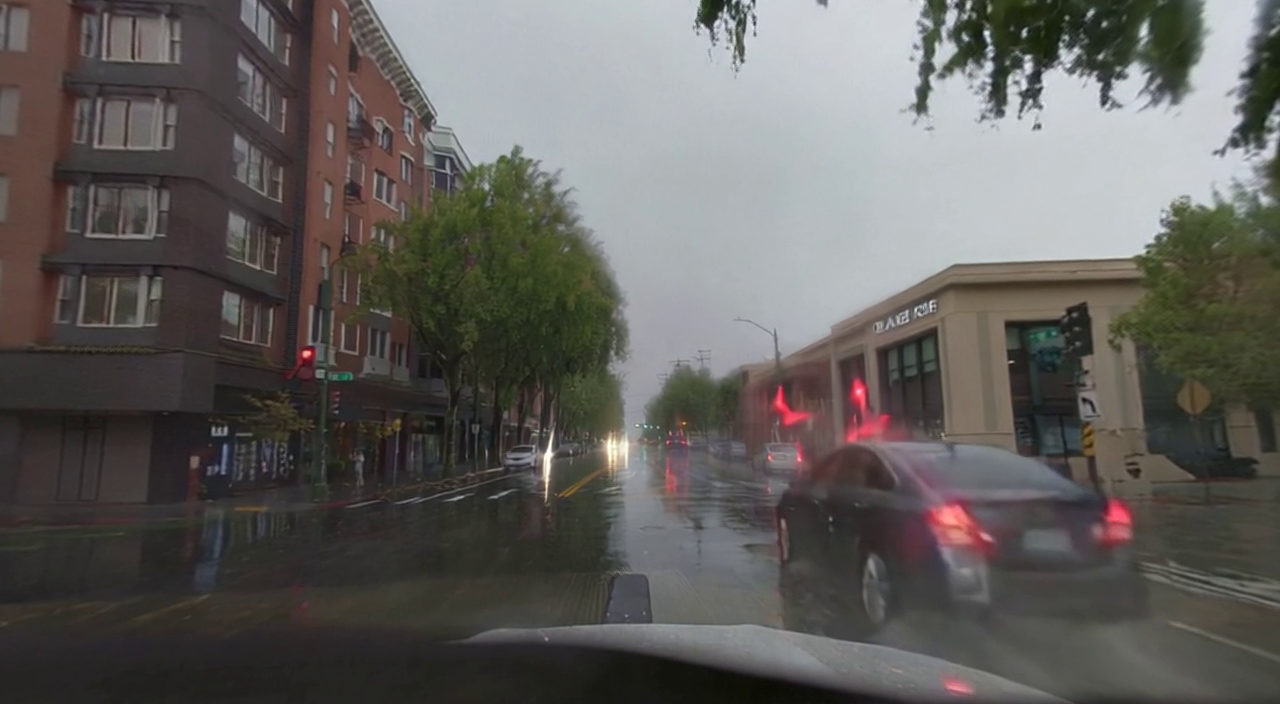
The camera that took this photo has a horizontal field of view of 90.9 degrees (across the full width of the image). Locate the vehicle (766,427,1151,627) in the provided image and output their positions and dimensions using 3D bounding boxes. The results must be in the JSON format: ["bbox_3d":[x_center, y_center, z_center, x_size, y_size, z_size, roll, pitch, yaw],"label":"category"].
[{"bbox_3d":[2.793,1.611,6.809,2.014,1.474,4.090,0,-8,0],"label":"vehicle"}]

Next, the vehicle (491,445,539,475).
[{"bbox_3d":[-7.231,6.244,36.833,2.127,1.533,4.547,-1,-8,-3],"label":"vehicle"}]
